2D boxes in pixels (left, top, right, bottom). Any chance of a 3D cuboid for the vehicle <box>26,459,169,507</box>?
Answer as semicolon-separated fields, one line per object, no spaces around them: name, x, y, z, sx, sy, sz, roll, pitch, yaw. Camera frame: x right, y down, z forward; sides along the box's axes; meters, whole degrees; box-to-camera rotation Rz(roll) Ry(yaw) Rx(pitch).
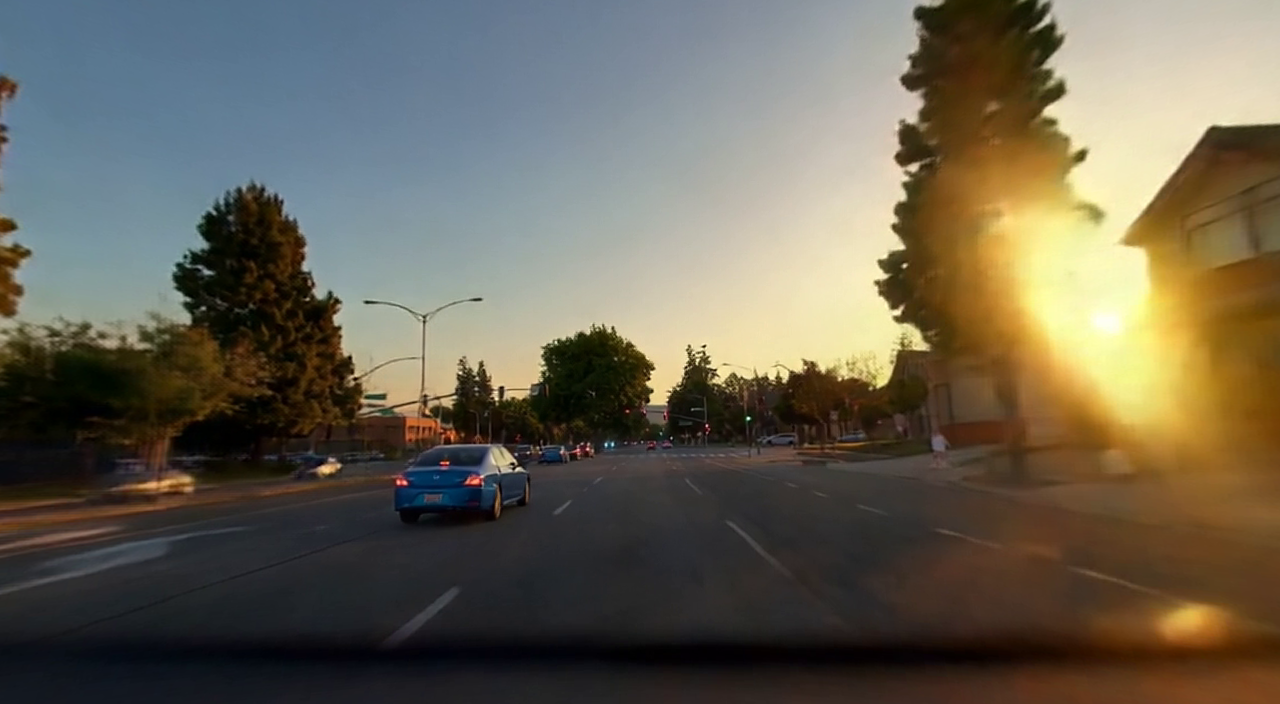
vehicle;-22.006;5.285;25.851;1.982;1.656;4.316;0;-9;1

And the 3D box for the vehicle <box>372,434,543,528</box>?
vehicle;-3.248;2.385;12.274;1.924;1.480;4.421;0;-9;1

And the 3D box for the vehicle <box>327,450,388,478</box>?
vehicle;-17.726;7.044;39.772;1.832;1.628;4.222;0;-9;1

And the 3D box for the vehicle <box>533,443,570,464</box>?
vehicle;-6.441;7.424;46.114;2.006;1.461;4.476;0;-9;1
